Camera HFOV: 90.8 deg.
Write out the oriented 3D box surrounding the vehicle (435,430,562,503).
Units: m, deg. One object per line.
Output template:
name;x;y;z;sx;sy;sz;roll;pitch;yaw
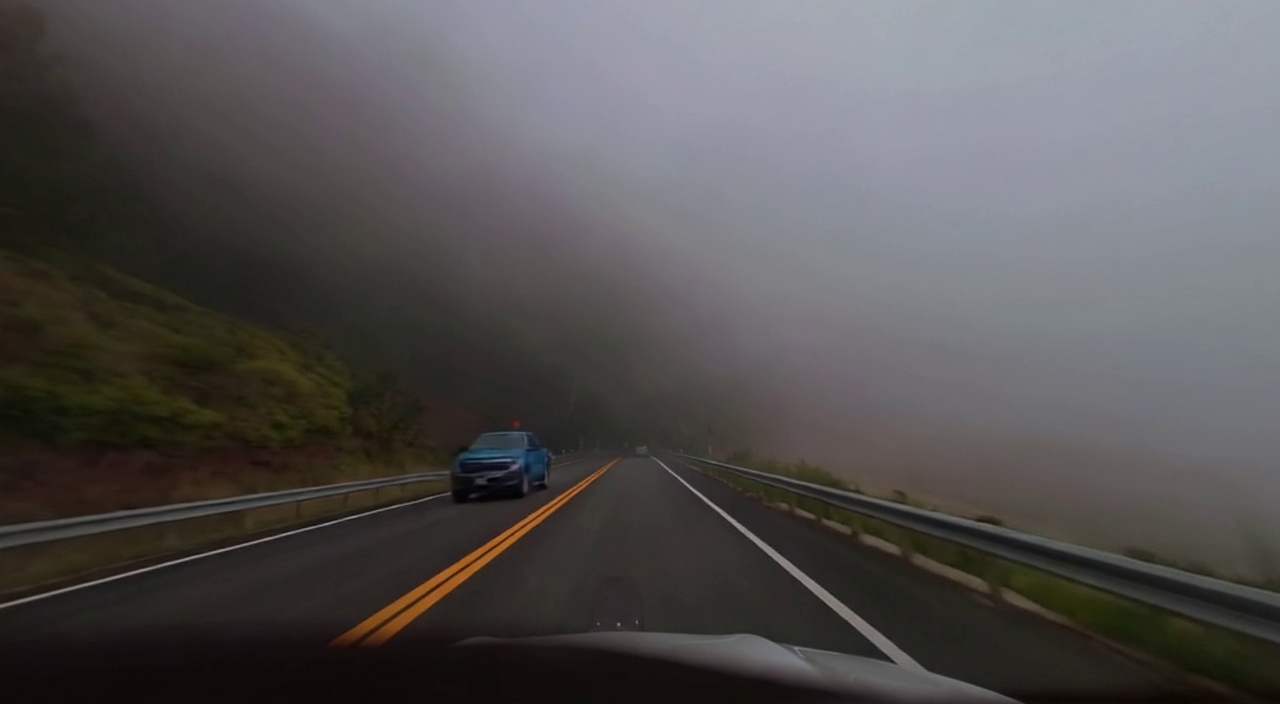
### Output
vehicle;-3.795;3.191;18.082;2.415;1.750;4.927;-1;-8;1
